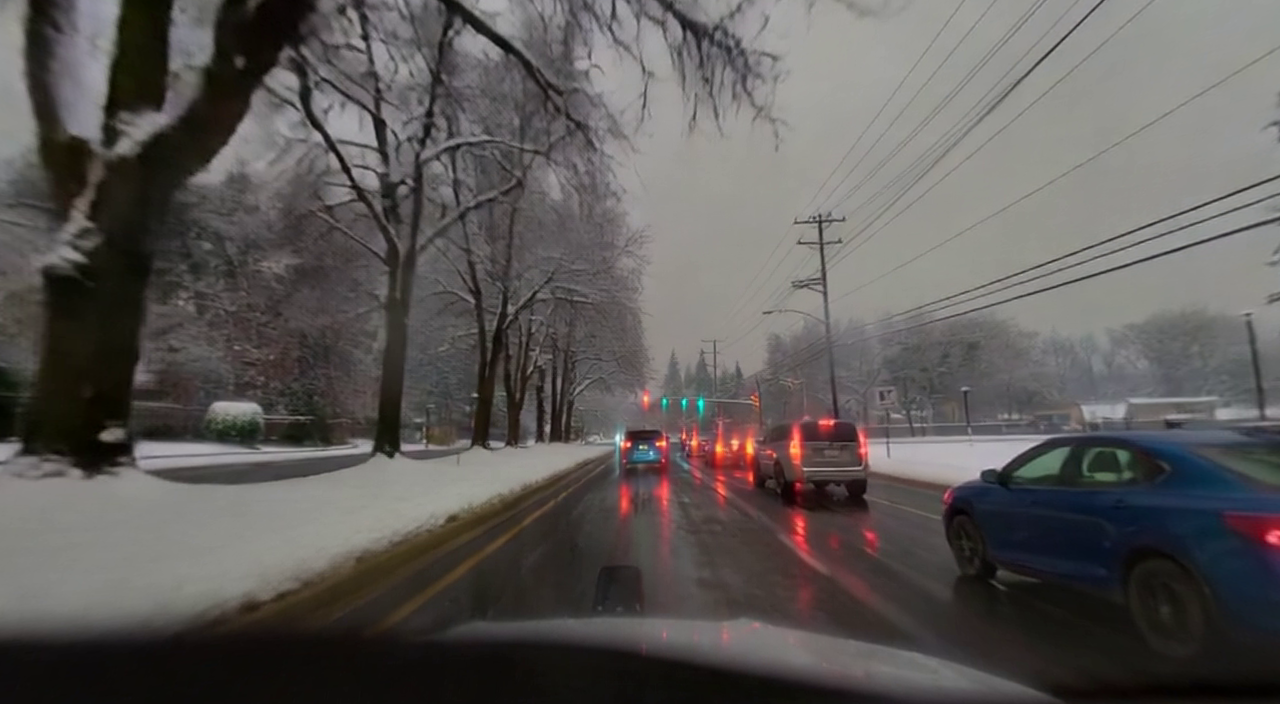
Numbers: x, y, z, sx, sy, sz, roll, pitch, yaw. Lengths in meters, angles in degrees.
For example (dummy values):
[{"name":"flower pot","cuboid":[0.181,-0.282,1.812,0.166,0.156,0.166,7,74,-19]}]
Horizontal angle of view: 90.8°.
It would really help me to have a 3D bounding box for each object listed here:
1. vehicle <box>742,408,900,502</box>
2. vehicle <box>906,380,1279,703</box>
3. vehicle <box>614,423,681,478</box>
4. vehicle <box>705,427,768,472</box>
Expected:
[{"name":"vehicle","cuboid":[4.025,2.412,15.156,2.254,1.840,4.918,0,-8,-1]},{"name":"vehicle","cuboid":[3.727,1.097,4.333,1.881,1.512,4.294,-1,-8,-1]},{"name":"vehicle","cuboid":[0.237,3.483,22.610,2.163,1.746,4.073,-1,-8,0]},{"name":"vehicle","cuboid":[3.758,3.871,25.307,1.923,1.653,3.703,-1,-8,0]}]
